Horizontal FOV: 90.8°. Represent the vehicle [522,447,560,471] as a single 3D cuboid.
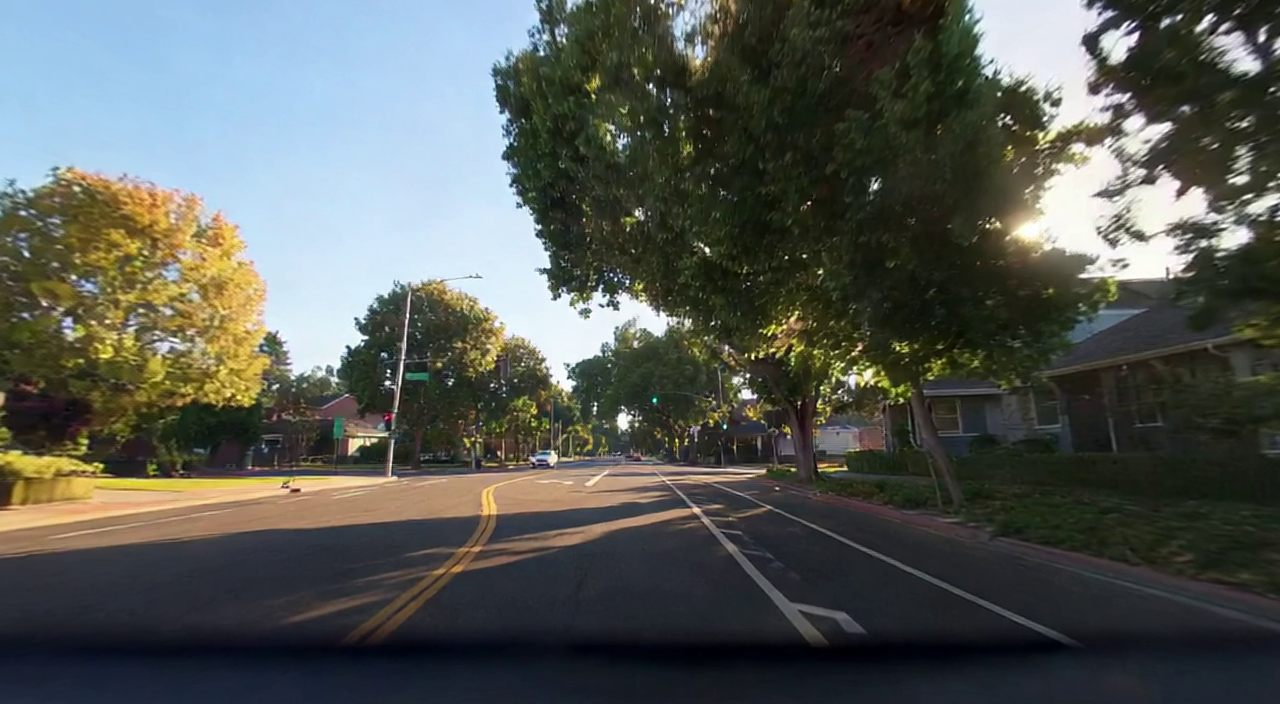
[{"bbox_3d":[-7.519,8.204,48.525,2.091,1.727,4.413,0,-9,1],"label":"vehicle"}]
